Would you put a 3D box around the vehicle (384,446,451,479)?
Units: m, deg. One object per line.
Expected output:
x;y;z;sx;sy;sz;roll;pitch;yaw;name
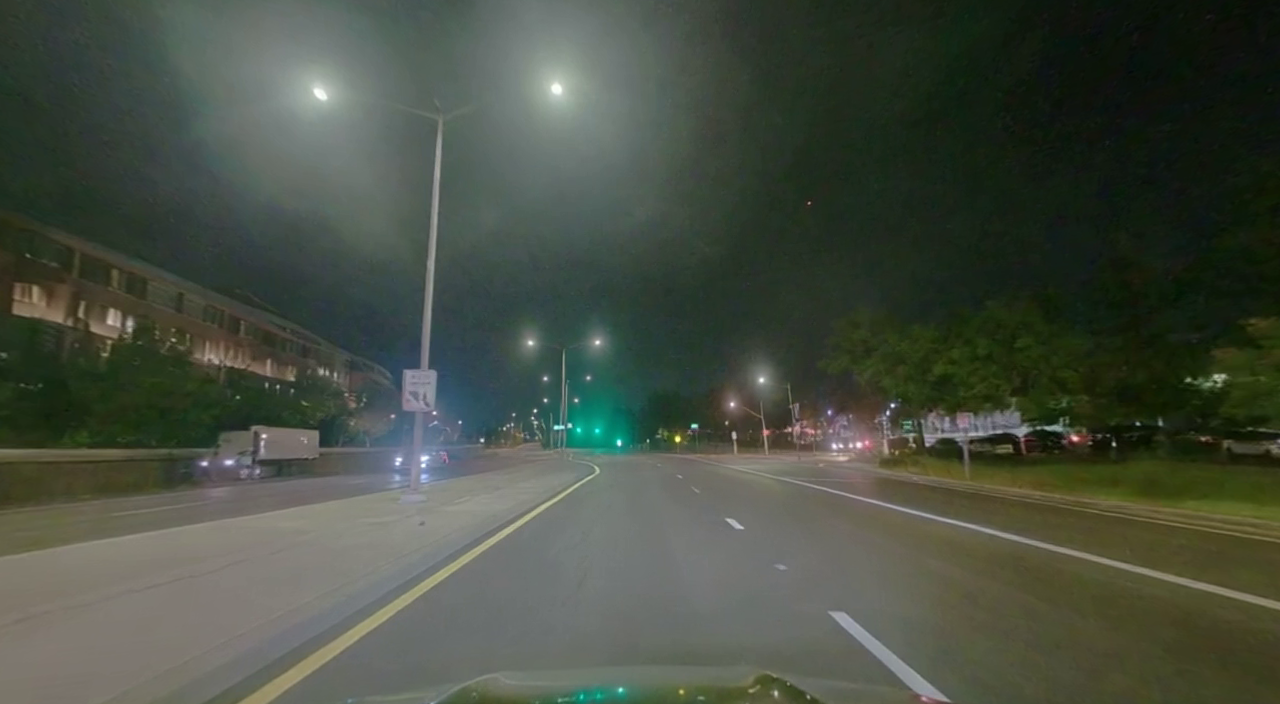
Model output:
-11.334;5.640;32.596;2.032;1.480;4.591;0;-8;-3;vehicle

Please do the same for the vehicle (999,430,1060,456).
28.309;6.627;45.866;4.634;1.789;2.149;7;-11;-38;vehicle

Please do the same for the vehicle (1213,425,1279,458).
43.189;6.328;44.600;4.681;2.103;2.302;6;-9;-26;vehicle
